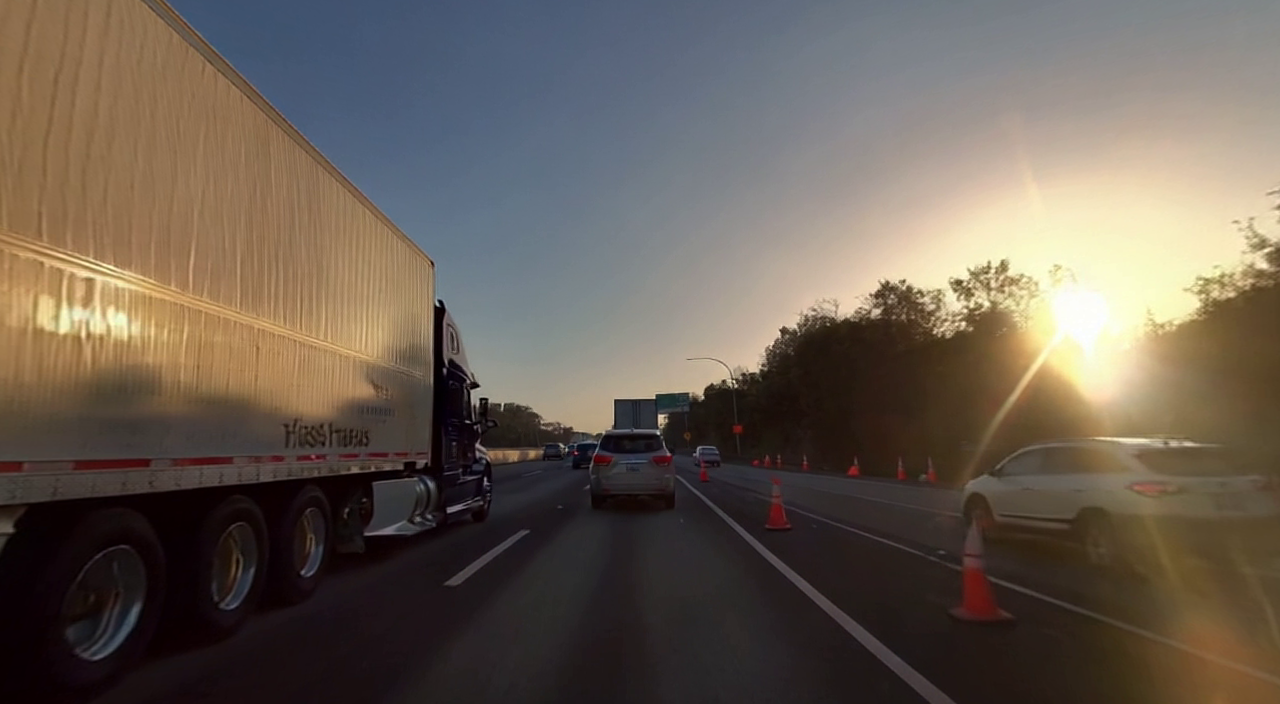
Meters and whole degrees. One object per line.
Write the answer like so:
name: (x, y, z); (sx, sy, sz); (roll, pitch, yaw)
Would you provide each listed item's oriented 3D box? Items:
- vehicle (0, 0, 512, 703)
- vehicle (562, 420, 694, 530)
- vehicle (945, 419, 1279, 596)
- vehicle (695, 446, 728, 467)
vehicle: (-3.796, 0.418, 7.032); (2.990, 3.885, 8.243); (0, -9, 0)
vehicle: (-0.236, 2.314, 12.373); (2.152, 1.779, 3.924); (0, -9, -1)
vehicle: (5.739, 1.722, 7.784); (1.937, 1.601, 3.798); (0, -9, -1)
vehicle: (5.338, 7.866, 47.474); (1.918, 1.479, 4.571); (0, -9, -1)
